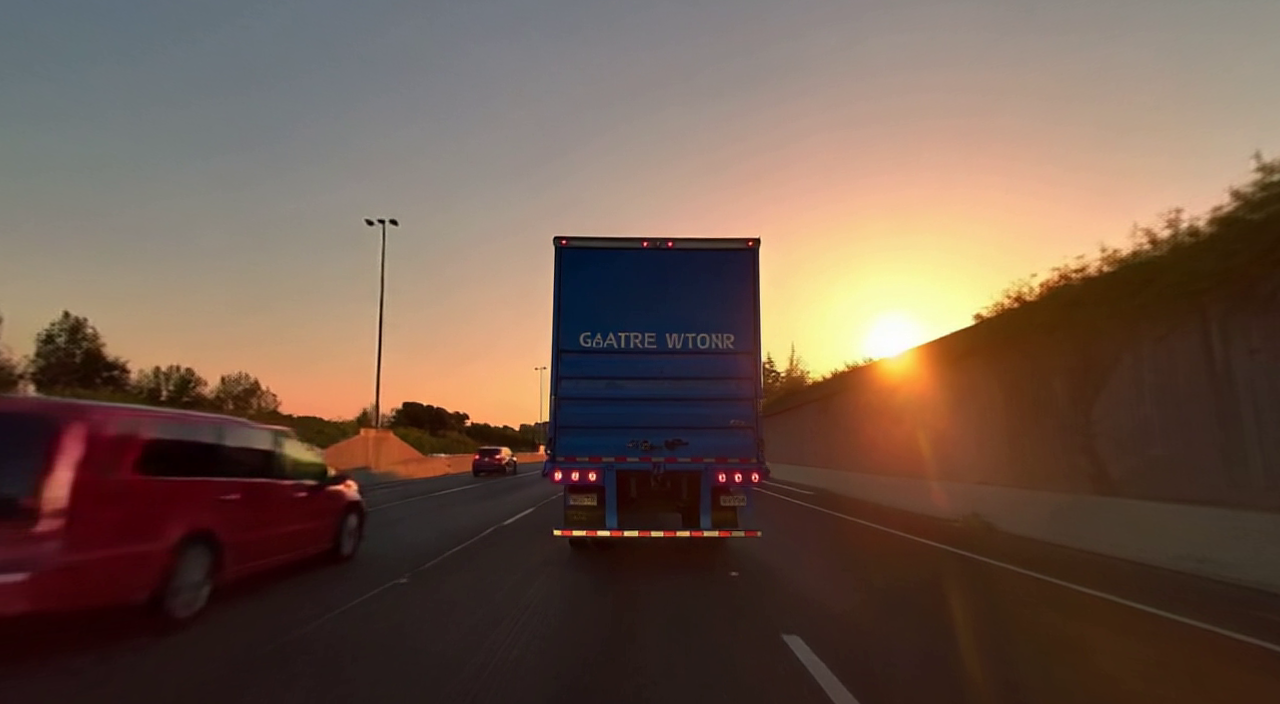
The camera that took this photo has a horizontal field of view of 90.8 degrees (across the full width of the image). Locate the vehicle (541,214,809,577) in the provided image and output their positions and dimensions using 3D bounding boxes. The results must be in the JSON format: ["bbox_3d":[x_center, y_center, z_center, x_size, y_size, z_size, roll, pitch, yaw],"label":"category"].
[{"bbox_3d":[0.484,1.228,12.257,2.853,4.054,10.557,0,-9,1],"label":"vehicle"}]

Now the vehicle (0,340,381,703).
[{"bbox_3d":[-4.624,1.310,5.884,2.293,2.015,4.915,0,-9,0],"label":"vehicle"}]

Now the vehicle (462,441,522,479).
[{"bbox_3d":[-8.580,6.329,37.122,2.174,2.059,5.314,0,-9,0],"label":"vehicle"}]
